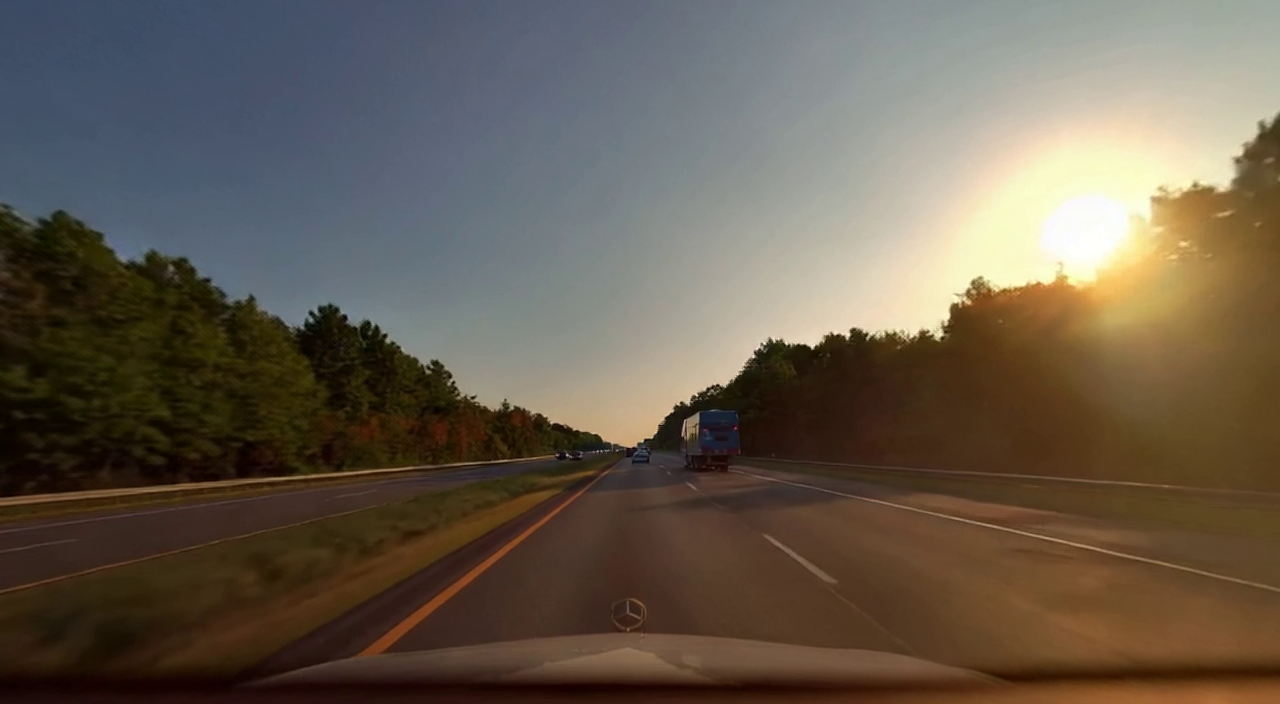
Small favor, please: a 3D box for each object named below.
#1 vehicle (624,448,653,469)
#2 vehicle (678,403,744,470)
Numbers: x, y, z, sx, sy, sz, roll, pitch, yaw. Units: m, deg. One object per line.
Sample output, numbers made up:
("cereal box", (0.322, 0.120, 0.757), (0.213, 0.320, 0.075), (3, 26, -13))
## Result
("vehicle", (-0.145, 7.381, 43.785), (1.926, 1.386, 3.615), (0, -9, 0))
("vehicle", (4.808, 6.279, 45.938), (2.939, 4.129, 14.300), (0, -9, -1))
